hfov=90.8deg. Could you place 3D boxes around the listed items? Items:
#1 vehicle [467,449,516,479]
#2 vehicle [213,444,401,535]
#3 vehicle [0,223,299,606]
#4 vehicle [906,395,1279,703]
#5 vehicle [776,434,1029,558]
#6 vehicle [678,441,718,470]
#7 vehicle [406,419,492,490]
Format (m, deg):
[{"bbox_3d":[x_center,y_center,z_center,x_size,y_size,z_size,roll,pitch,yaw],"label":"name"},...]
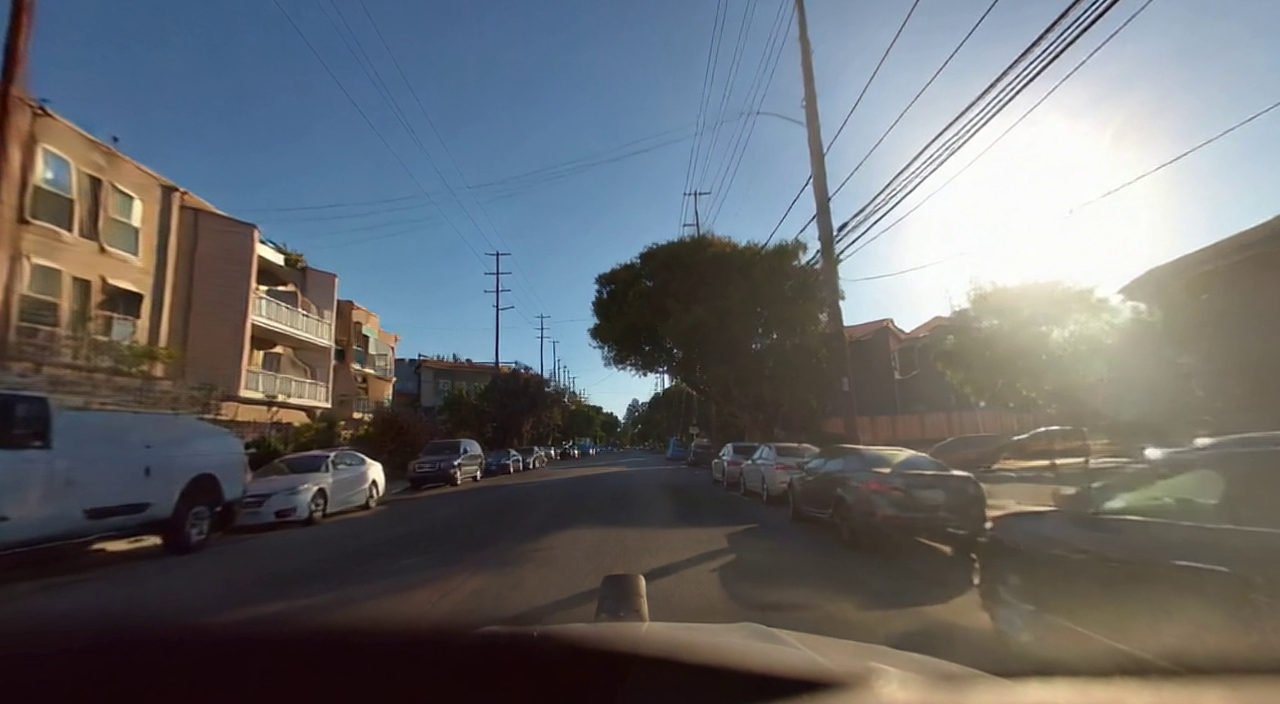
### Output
[{"bbox_3d":[-7.819,5.903,33.577,1.873,1.437,4.068,-1,-8,-4],"label":"vehicle"},{"bbox_3d":[-7.272,2.968,14.443,1.894,1.585,4.514,-3,-8,0],"label":"vehicle"},{"bbox_3d":[-7.484,0.894,7.653,2.901,3.610,6.707,-3,-9,1],"label":"vehicle"},{"bbox_3d":[3.377,1.035,2.959,2.057,1.554,4.905,0,-9,-1],"label":"vehicle"},{"bbox_3d":[3.801,2.169,10.367,2.022,1.521,4.933,0,-9,0],"label":"vehicle"},{"bbox_3d":[3.537,6.403,39.342,2.095,1.694,4.592,0,-8,1],"label":"vehicle"},{"bbox_3d":[-7.172,3.885,24.182,1.889,2.463,4.142,0,-9,1],"label":"vehicle"}]
